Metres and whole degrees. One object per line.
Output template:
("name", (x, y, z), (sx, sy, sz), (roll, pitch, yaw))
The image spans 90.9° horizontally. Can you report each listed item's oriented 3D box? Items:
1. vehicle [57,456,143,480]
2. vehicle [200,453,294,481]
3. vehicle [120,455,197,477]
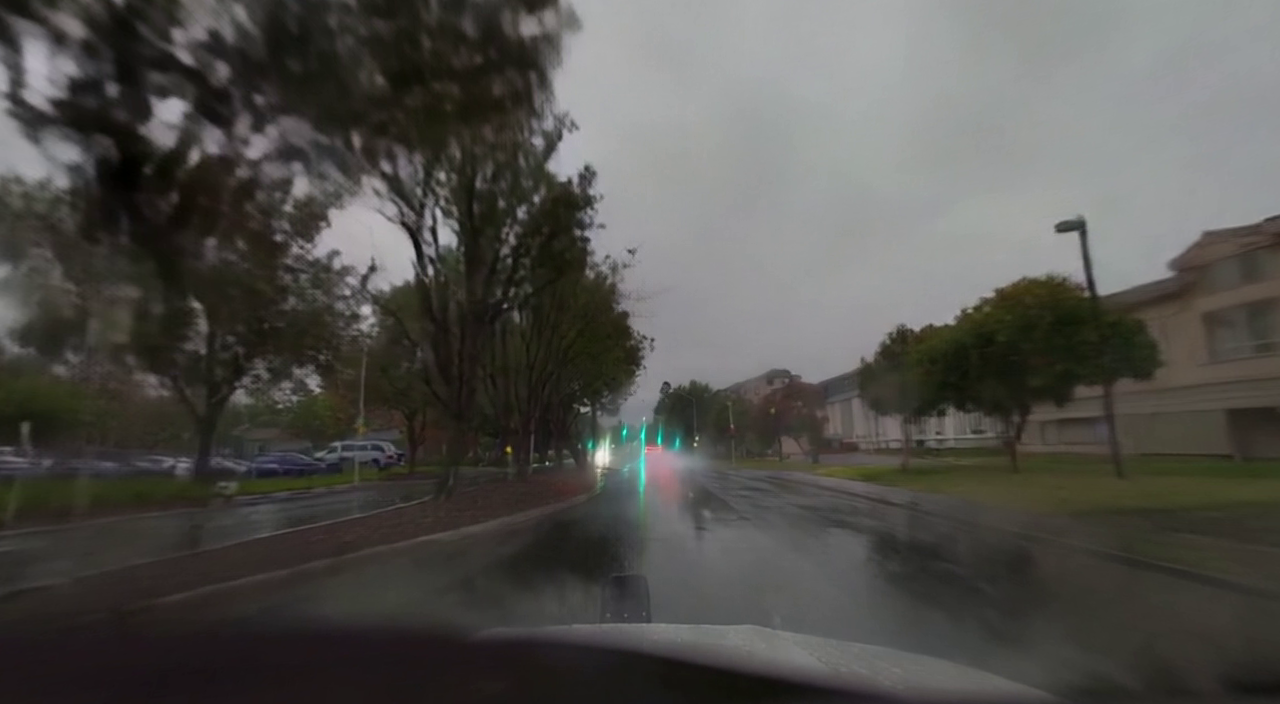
("vehicle", (-35.889, 7.692, 42.038), (1.788, 1.470, 4.439), (0, -8, 0))
("vehicle", (-22.676, 6.638, 36.456), (4.140, 1.556, 1.995), (-1, -8, 2))
("vehicle", (-37.130, 8.802, 48.660), (4.378, 1.604, 1.989), (-1, -9, 5))
